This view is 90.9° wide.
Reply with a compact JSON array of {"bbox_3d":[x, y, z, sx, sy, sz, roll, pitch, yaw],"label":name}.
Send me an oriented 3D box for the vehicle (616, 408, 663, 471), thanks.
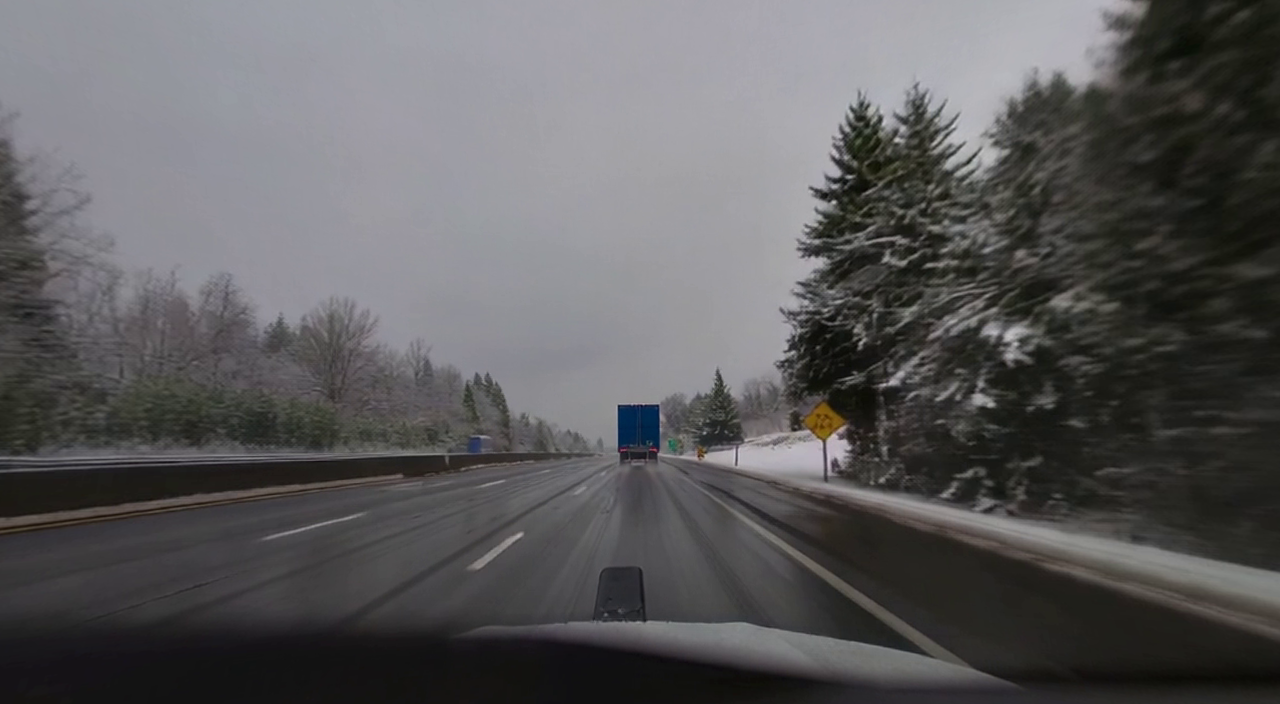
[{"bbox_3d":[-0.083,6.423,45.700,2.982,3.947,11.075,0,-9,-1],"label":"vehicle"}]
